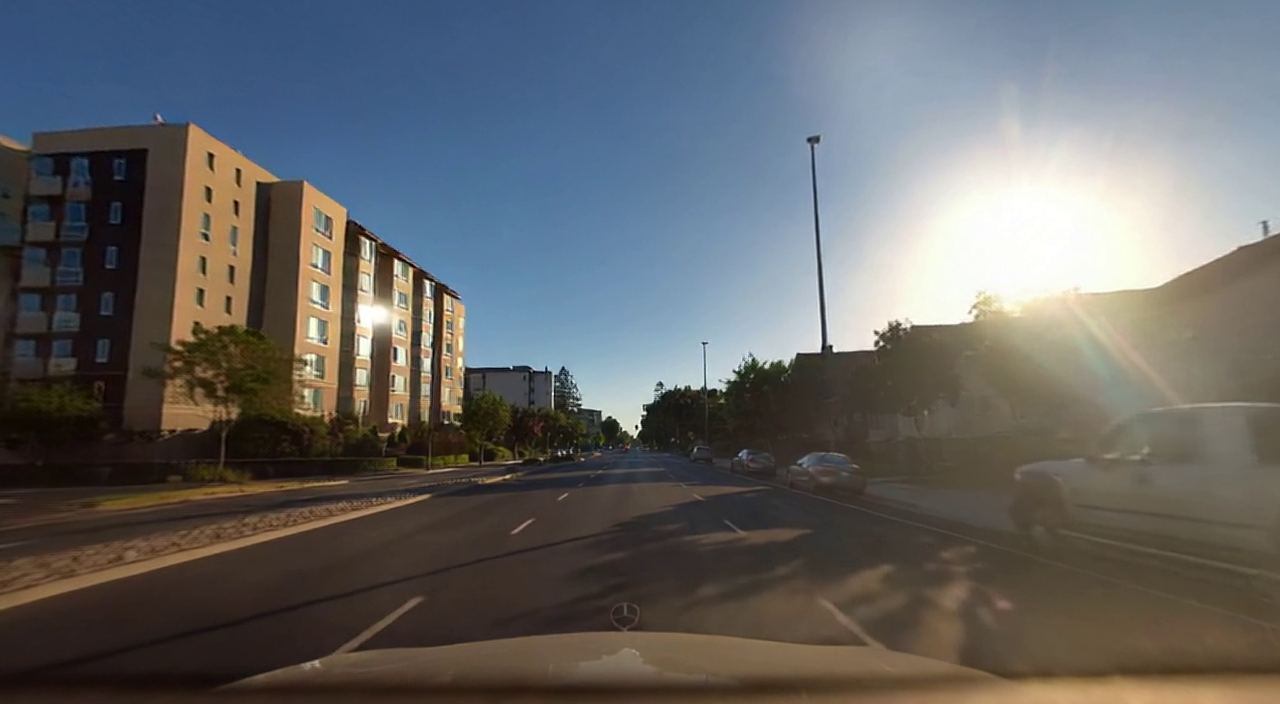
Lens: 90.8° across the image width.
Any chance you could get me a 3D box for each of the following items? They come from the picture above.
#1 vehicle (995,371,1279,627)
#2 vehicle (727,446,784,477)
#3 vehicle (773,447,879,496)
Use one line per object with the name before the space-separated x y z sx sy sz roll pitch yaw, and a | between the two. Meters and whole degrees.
vehicle | 6.354 1.358 6.269 2.267 2.037 6.240 -1 -9 3
vehicle | 6.047 5.753 33.605 1.944 1.478 4.885 0 -9 -2
vehicle | 6.114 3.967 21.495 2.013 1.408 5.011 0 -9 -1
